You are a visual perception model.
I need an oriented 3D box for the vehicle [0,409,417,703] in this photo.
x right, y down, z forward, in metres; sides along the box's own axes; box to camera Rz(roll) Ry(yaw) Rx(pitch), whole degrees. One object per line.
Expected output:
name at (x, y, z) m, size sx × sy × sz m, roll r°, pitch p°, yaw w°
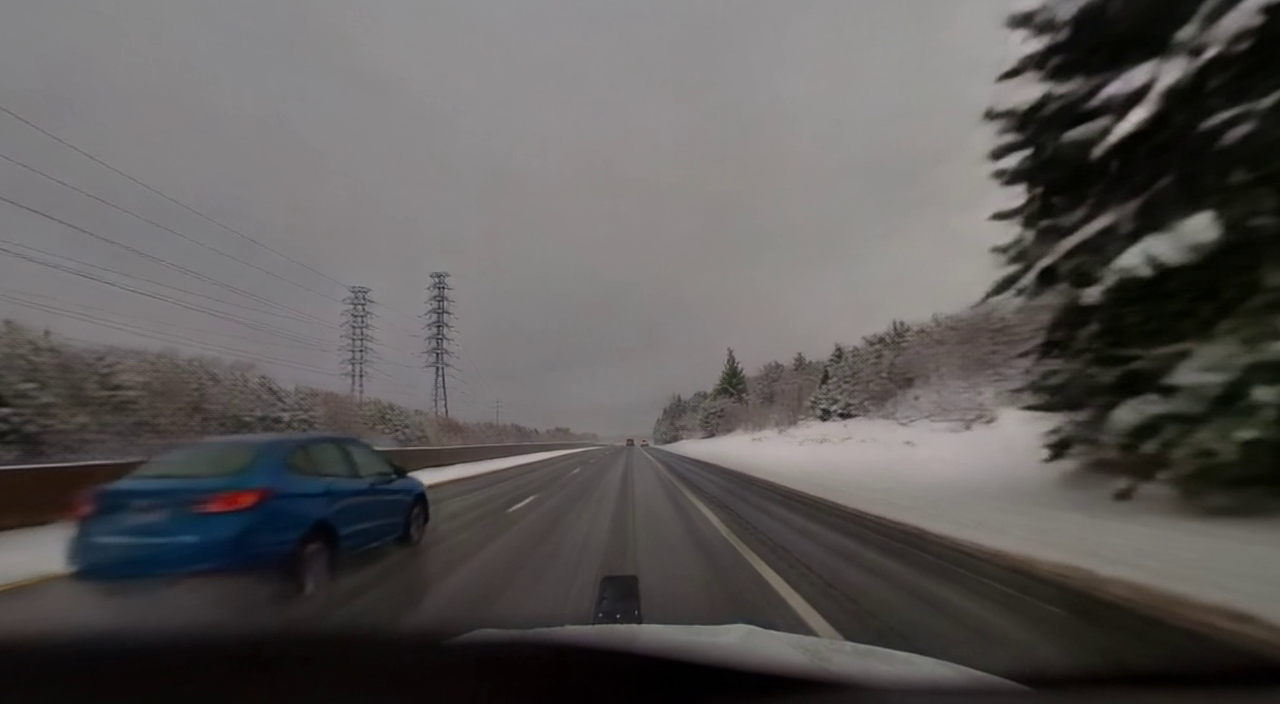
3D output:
vehicle at (-3.936, 1.427, 5.628) m, size 2.158 × 1.604 × 4.679 m, roll 0°, pitch -8°, yaw 0°
